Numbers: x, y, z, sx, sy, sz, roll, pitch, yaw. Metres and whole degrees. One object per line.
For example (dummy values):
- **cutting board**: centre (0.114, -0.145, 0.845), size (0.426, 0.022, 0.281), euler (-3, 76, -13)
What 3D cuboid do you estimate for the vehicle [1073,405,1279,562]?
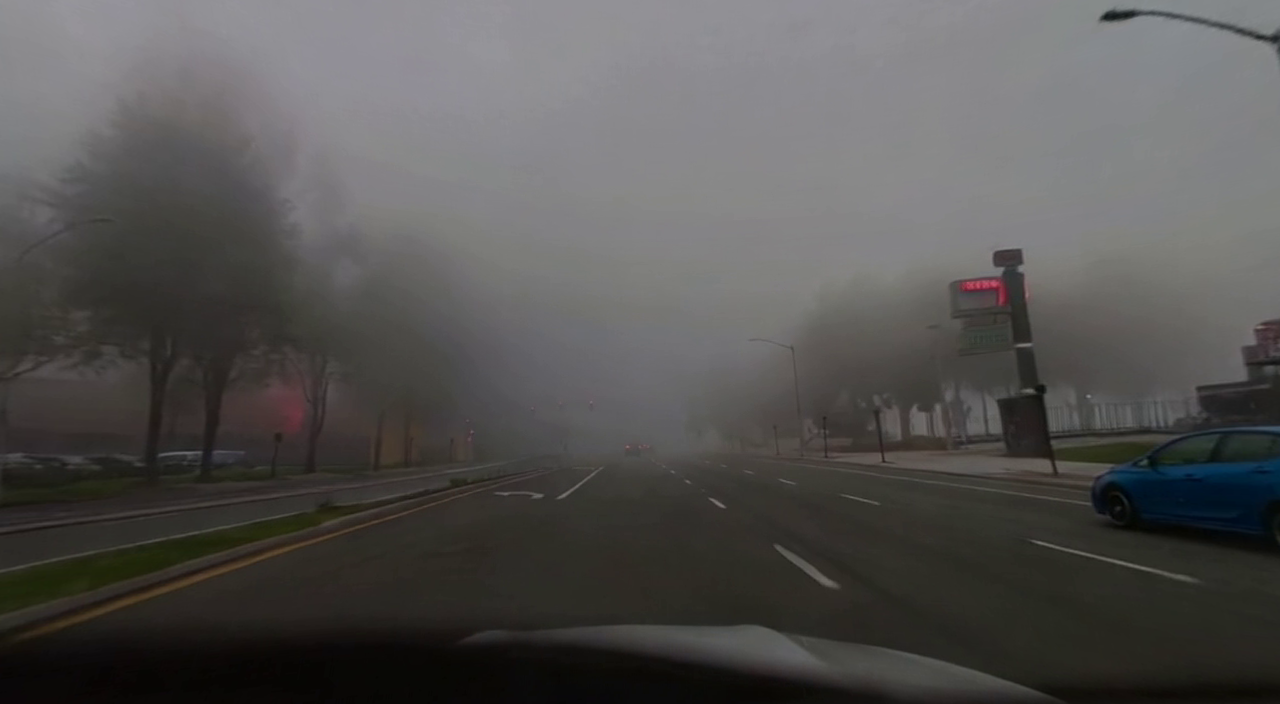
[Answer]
- **vehicle**: centre (7.677, 1.503, 7.508), size (1.918, 1.632, 4.368), euler (0, -8, 0)
